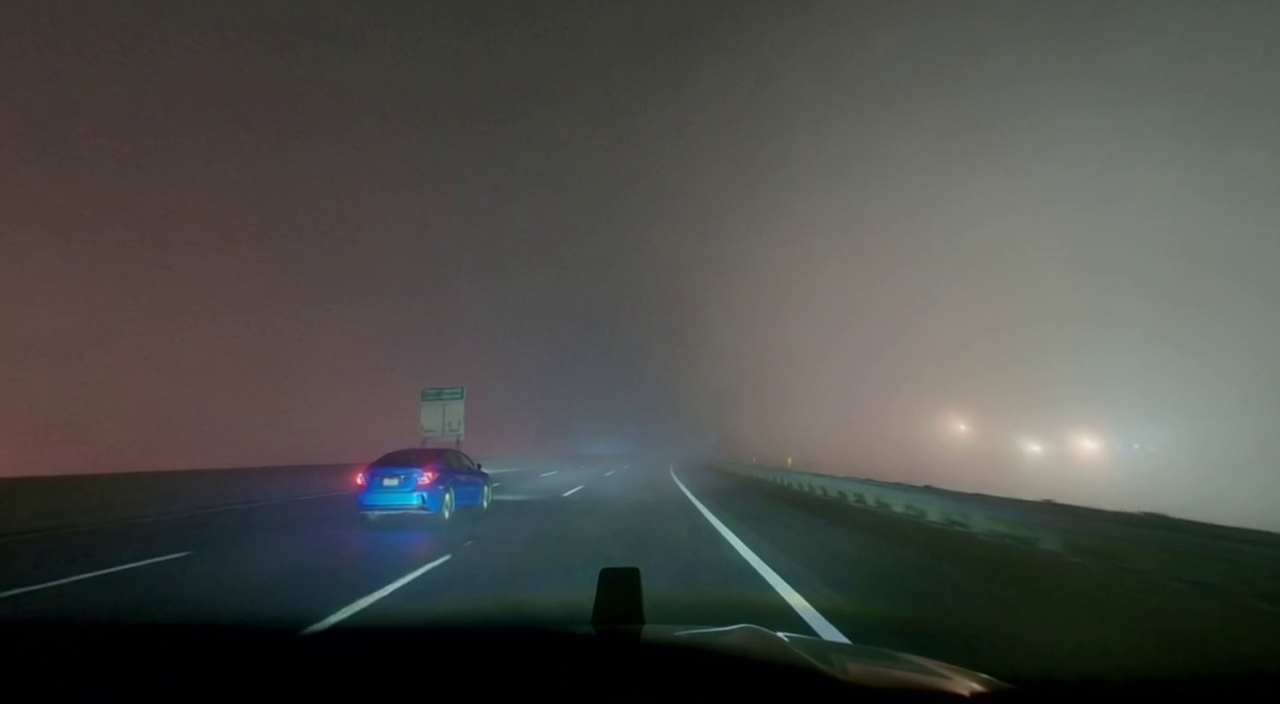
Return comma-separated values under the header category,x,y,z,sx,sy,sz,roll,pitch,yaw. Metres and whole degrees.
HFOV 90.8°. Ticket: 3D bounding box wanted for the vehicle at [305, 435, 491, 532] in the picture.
category,x,y,z,sx,sy,sz,roll,pitch,yaw
vehicle,-4.277,2.370,11.904,1.928,1.504,3.745,0,-9,1
